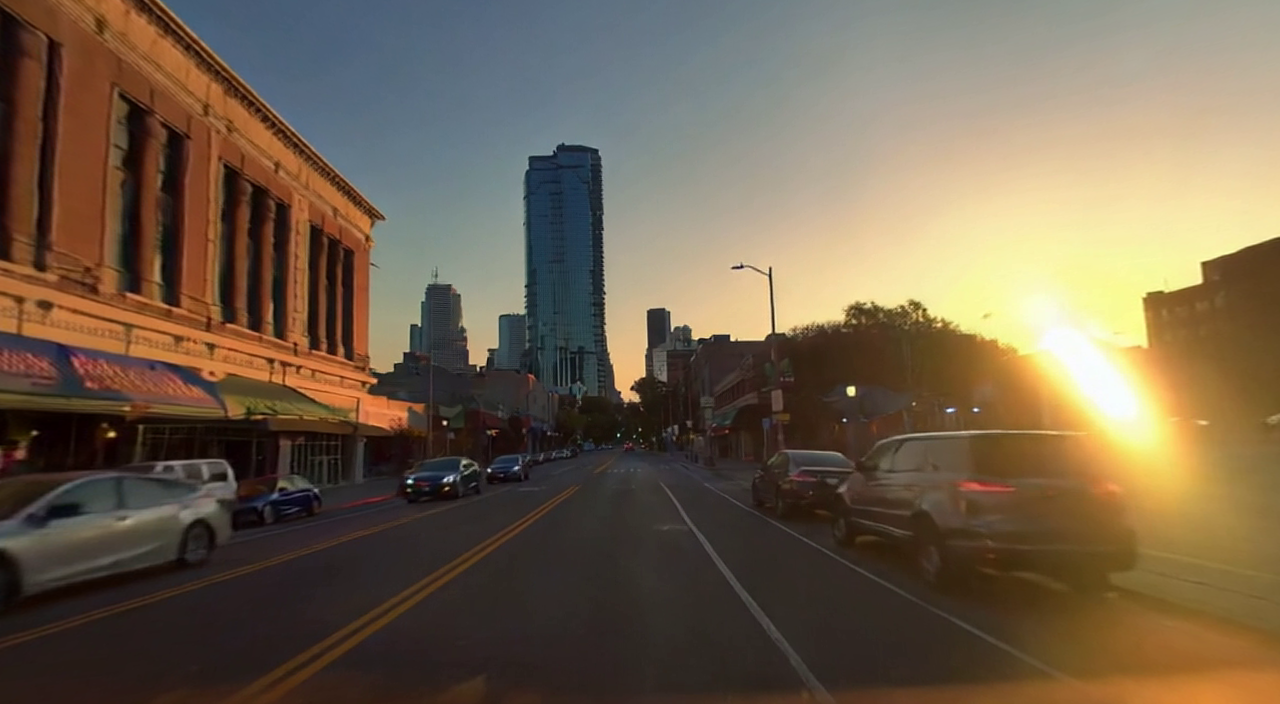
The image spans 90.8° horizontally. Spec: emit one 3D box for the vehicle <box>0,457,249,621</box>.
[{"bbox_3d":[-7.141,2.052,7.494,2.009,1.488,4.650,0,-8,0],"label":"vehicle"}]

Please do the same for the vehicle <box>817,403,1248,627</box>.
[{"bbox_3d":[3.810,1.653,7.513,1.881,1.751,4.859,0,-8,-2],"label":"vehicle"}]

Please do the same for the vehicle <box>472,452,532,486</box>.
[{"bbox_3d":[-6.674,5.703,31.146,1.962,1.475,4.580,0,-8,0],"label":"vehicle"}]

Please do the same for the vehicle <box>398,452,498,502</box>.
[{"bbox_3d":[-6.516,4.270,22.121,1.993,1.484,4.812,0,-8,0],"label":"vehicle"}]

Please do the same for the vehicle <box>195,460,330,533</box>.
[{"bbox_3d":[-11.165,4.239,18.996,1.812,1.538,3.761,-3,-5,0],"label":"vehicle"}]
